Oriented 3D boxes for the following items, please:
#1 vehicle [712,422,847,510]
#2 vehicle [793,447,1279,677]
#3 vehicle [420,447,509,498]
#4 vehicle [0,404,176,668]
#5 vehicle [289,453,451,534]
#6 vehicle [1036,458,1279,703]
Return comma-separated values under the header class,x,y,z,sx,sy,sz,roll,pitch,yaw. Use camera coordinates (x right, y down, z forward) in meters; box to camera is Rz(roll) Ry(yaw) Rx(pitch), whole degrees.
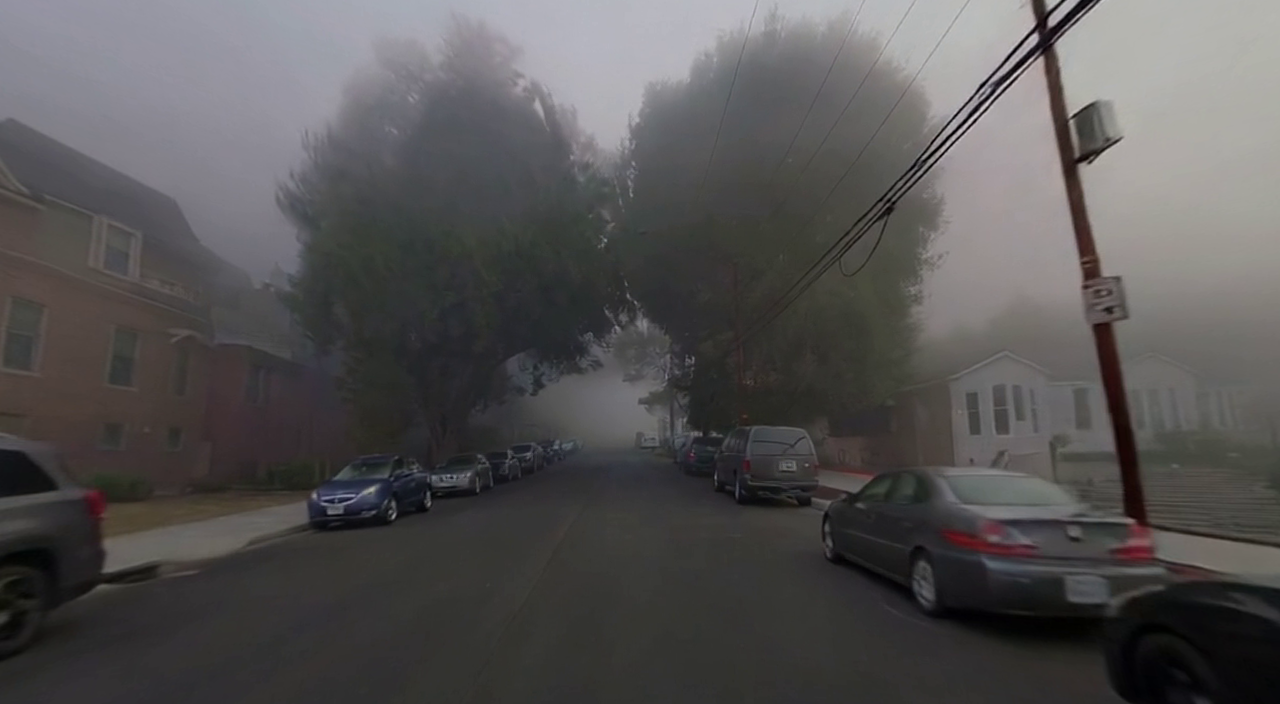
class,x,y,z,sx,sy,sz,roll,pitch,yaw
vehicle,3.290,2.845,16.214,2.107,1.866,5.199,0,-9,-2
vehicle,3.200,1.695,6.440,2.021,1.417,4.716,0,-8,-1
vehicle,-6.390,4.440,23.584,1.924,1.525,4.688,-5,-9,0
vehicle,-5.893,1.372,4.113,2.096,1.966,4.944,-4,-7,-1
vehicle,-6.394,3.346,15.747,2.002,1.585,5.080,0,-8,-2
vehicle,3.295,0.847,0.960,2.126,1.448,4.853,0,-11,-2
